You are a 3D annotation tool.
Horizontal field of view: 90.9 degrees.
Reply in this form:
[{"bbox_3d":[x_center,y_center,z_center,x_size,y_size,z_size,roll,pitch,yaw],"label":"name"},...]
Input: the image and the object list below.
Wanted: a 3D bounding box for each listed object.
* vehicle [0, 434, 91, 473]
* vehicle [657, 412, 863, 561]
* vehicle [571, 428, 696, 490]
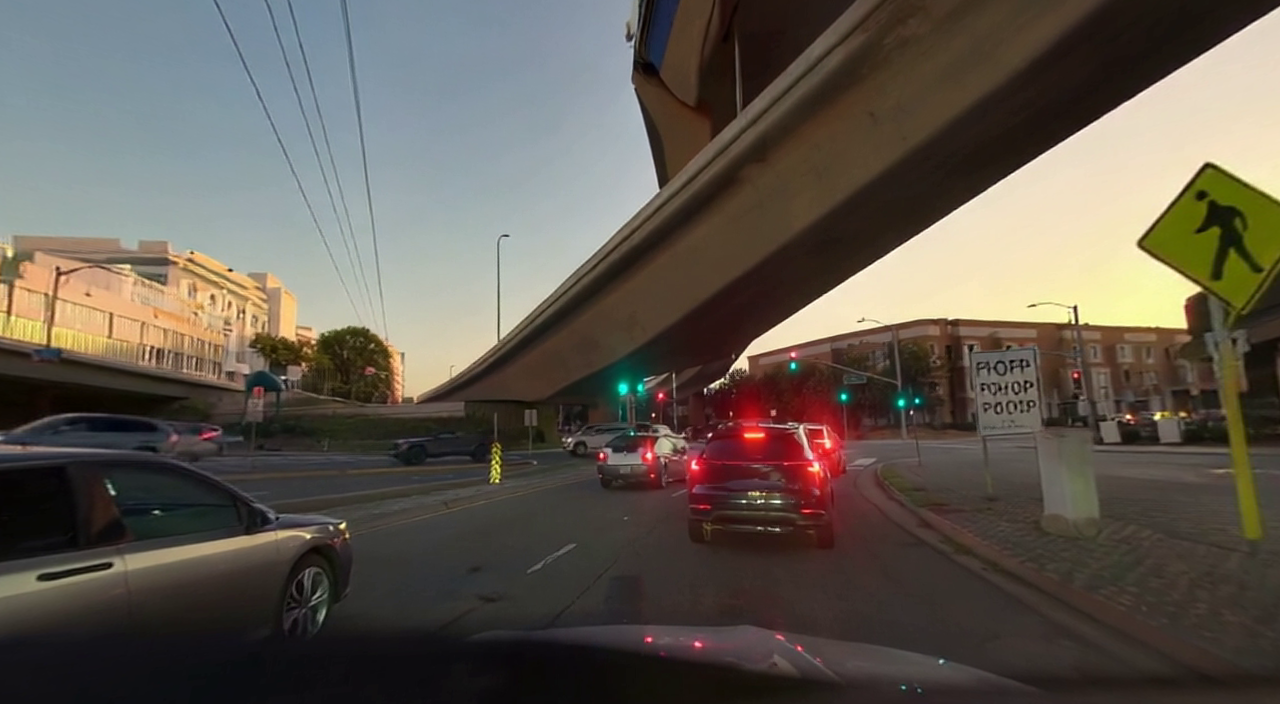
[{"bbox_3d":[-33.661,5.446,34.084,5.457,2.021,2.213,2,-9,-15],"label":"vehicle"},{"bbox_3d":[1.719,1.775,9.093,2.195,1.571,4.353,-2,-8,12],"label":"vehicle"},{"bbox_3d":[-0.004,3.021,18.221,2.214,1.519,4.704,-3,-9,18],"label":"vehicle"}]
